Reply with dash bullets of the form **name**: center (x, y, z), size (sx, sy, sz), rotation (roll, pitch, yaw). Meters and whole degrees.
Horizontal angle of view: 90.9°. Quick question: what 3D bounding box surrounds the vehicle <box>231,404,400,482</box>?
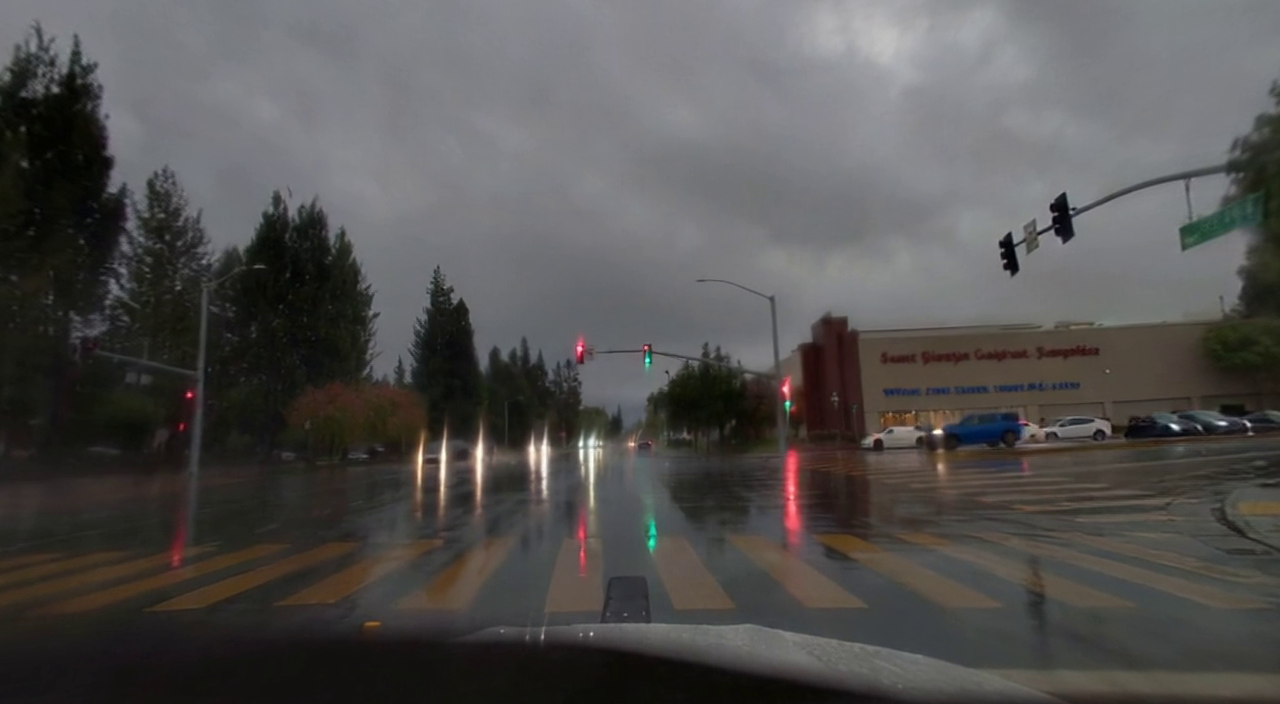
- **vehicle**: center (-16.578, 4.863, 33.667), size (3.161, 3.455, 11.058), rotation (0, -8, 0)

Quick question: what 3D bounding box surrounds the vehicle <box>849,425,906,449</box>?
- **vehicle**: center (17.343, 6.235, 46.180), size (3.329, 1.415, 1.821), rotation (-6, -9, 2)

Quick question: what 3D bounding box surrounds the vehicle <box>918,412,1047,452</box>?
- **vehicle**: center (15.124, 3.568, 27.999), size (4.566, 1.670, 2.000), rotation (0, -8, -3)

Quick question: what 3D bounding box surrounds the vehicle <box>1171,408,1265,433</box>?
- **vehicle**: center (38.319, 4.620, 41.966), size (1.715, 1.480, 4.701), rotation (0, -8, -1)

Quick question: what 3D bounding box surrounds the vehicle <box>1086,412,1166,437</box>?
- **vehicle**: center (31.361, 4.737, 40.838), size (1.823, 1.480, 4.003), rotation (0, -8, -4)

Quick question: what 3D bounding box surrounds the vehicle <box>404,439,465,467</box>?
- **vehicle**: center (-12.074, 5.964, 37.387), size (1.996, 1.482, 4.772), rotation (0, -8, 0)
